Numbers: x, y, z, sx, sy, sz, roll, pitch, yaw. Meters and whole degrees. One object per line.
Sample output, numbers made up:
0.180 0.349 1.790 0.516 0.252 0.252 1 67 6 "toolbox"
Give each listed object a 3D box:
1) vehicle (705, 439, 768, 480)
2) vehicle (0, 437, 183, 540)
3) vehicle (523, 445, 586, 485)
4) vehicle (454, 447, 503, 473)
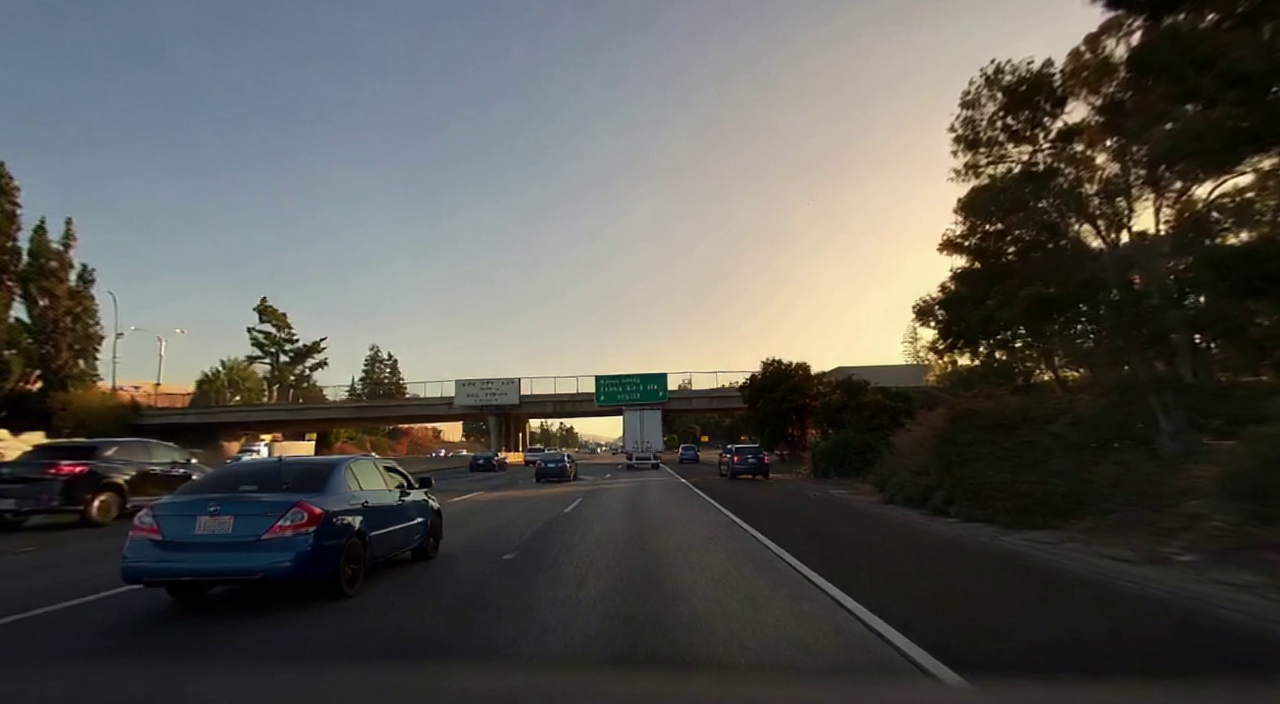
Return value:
4.283 4.880 28.724 2.107 1.707 4.445 0 -9 0 "vehicle"
-11.164 2.448 11.788 1.966 1.627 4.258 0 -9 0 "vehicle"
-3.601 4.853 27.283 2.083 1.576 4.307 0 -9 1 "vehicle"
-10.890 7.330 42.870 2.080 1.637 4.581 0 -9 1 "vehicle"
